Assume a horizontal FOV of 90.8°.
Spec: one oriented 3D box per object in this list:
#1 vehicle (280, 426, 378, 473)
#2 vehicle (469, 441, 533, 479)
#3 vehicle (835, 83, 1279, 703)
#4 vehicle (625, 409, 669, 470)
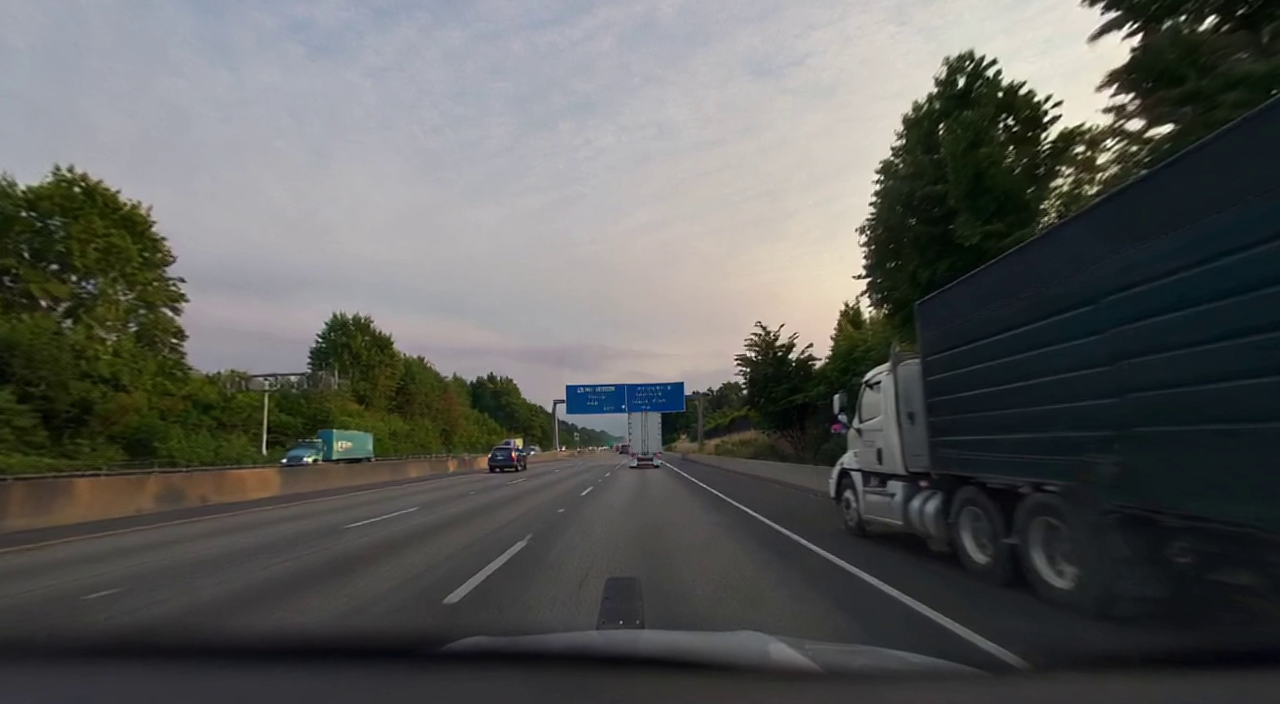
[{"bbox_3d":[-24.045,7.676,49.464,2.944,3.338,9.147,0,-9,0],"label":"vehicle"},{"bbox_3d":[-6.813,5.351,31.460,2.119,1.754,4.404,0,-9,1],"label":"vehicle"},{"bbox_3d":[3.902,0.633,4.781,2.442,2.717,7.729,-1,-10,1],"label":"vehicle"},{"bbox_3d":[0.464,6.939,48.971,2.901,4.032,14.338,0,-9,0],"label":"vehicle"}]
